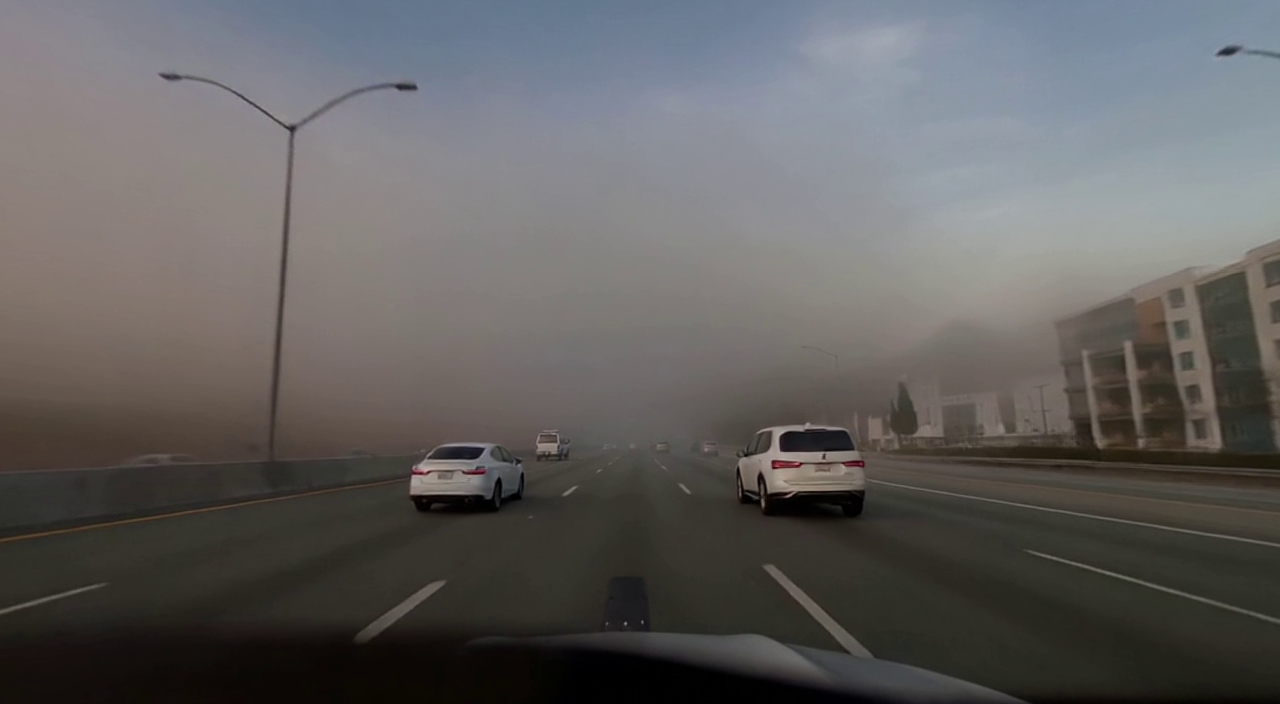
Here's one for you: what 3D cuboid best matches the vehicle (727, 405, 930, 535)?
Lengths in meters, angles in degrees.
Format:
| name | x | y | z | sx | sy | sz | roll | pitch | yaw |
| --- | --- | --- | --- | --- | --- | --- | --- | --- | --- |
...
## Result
| name | x | y | z | sx | sy | sz | roll | pitch | yaw |
| --- | --- | --- | --- | --- | --- | --- | --- | --- | --- |
| vehicle | 3.063 | 2.058 | 11.585 | 2.148 | 1.852 | 4.835 | 0 | -8 | -1 |

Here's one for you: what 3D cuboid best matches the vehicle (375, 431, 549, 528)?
| name | x | y | z | sx | sy | sz | roll | pitch | yaw |
| --- | --- | --- | --- | --- | --- | --- | --- | --- | --- |
| vehicle | -3.234 | 2.418 | 12.630 | 2.080 | 1.542 | 4.718 | -1 | -8 | 1 |
